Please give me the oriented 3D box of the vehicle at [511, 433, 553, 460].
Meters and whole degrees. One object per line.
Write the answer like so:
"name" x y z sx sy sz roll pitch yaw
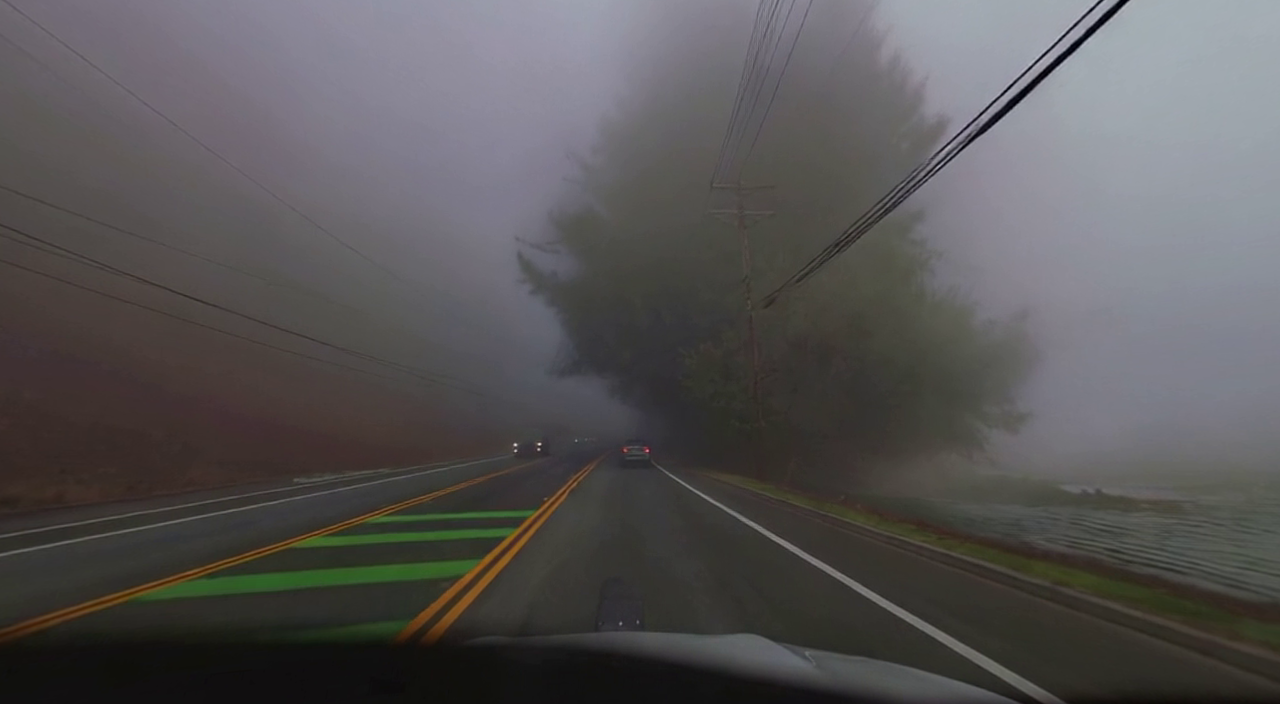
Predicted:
"vehicle" -7.308 6.440 43.190 2.101 1.734 4.257 0 -9 0

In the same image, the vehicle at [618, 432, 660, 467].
"vehicle" -0.133 5.266 34.230 2.140 1.767 4.720 0 -8 -2
